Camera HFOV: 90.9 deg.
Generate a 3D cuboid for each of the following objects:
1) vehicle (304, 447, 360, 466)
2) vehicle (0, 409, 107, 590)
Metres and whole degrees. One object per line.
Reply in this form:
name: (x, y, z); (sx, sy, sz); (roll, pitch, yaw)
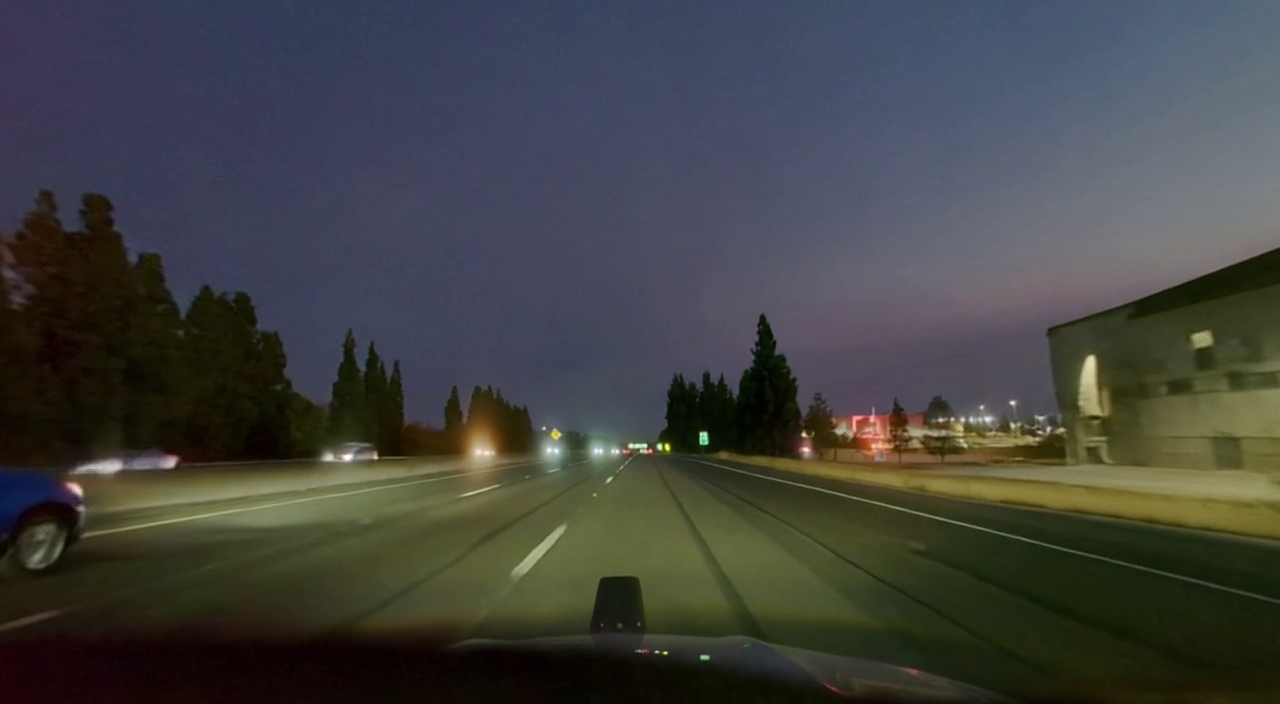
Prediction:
vehicle: (-23.836, 8.105, 49.016); (2.044, 1.299, 4.440); (-1, -8, 1)
vehicle: (-7.191, 1.235, 4.787); (2.148, 1.709, 4.678); (0, -8, 0)
